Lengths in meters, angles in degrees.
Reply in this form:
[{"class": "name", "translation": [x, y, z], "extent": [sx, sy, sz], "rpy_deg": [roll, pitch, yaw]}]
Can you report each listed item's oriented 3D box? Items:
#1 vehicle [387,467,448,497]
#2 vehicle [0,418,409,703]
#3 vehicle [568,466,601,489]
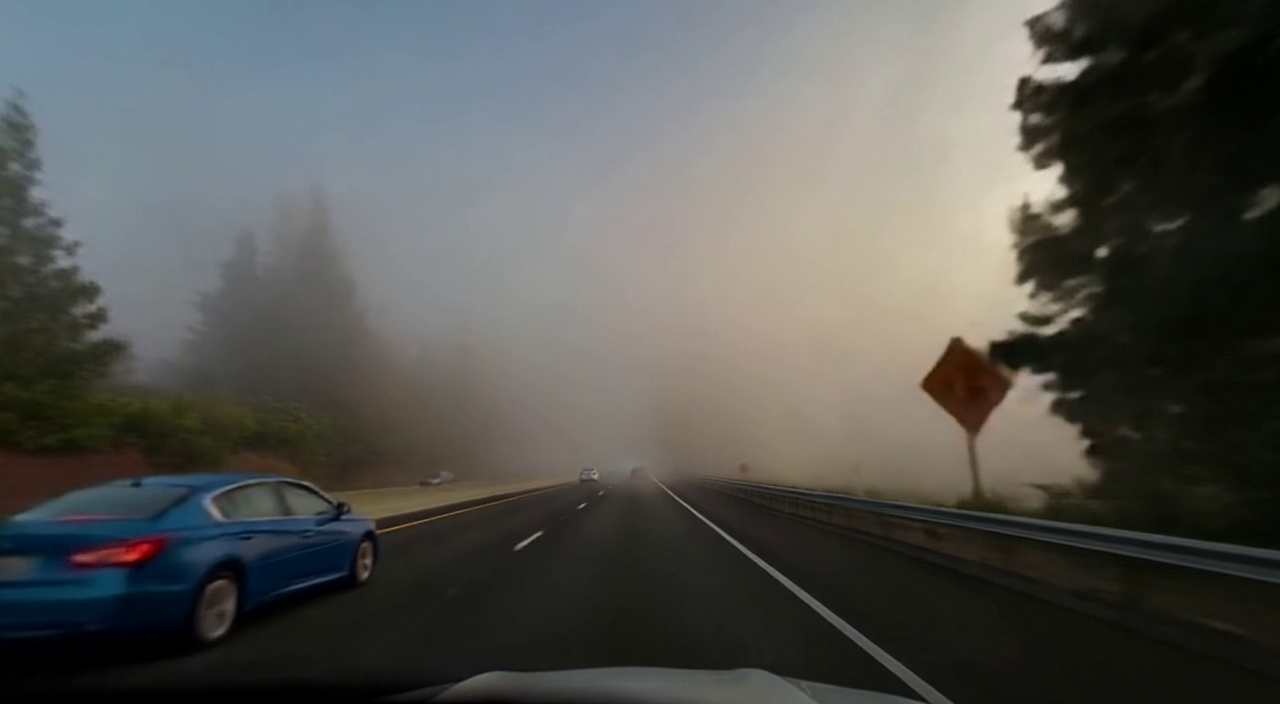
[{"class": "vehicle", "translation": [-12.375, 7.253, 35.322], "extent": [1.977, 1.532, 3.760], "rpy_deg": [0, -11, 0]}, {"class": "vehicle", "translation": [-3.715, 1.465, 5.082], "extent": [2.047, 1.523, 4.279], "rpy_deg": [1, -11, 0]}, {"class": "vehicle", "translation": [-4.036, 9.208, 46.391], "extent": [2.109, 1.532, 4.234], "rpy_deg": [1, -11, 0]}]
